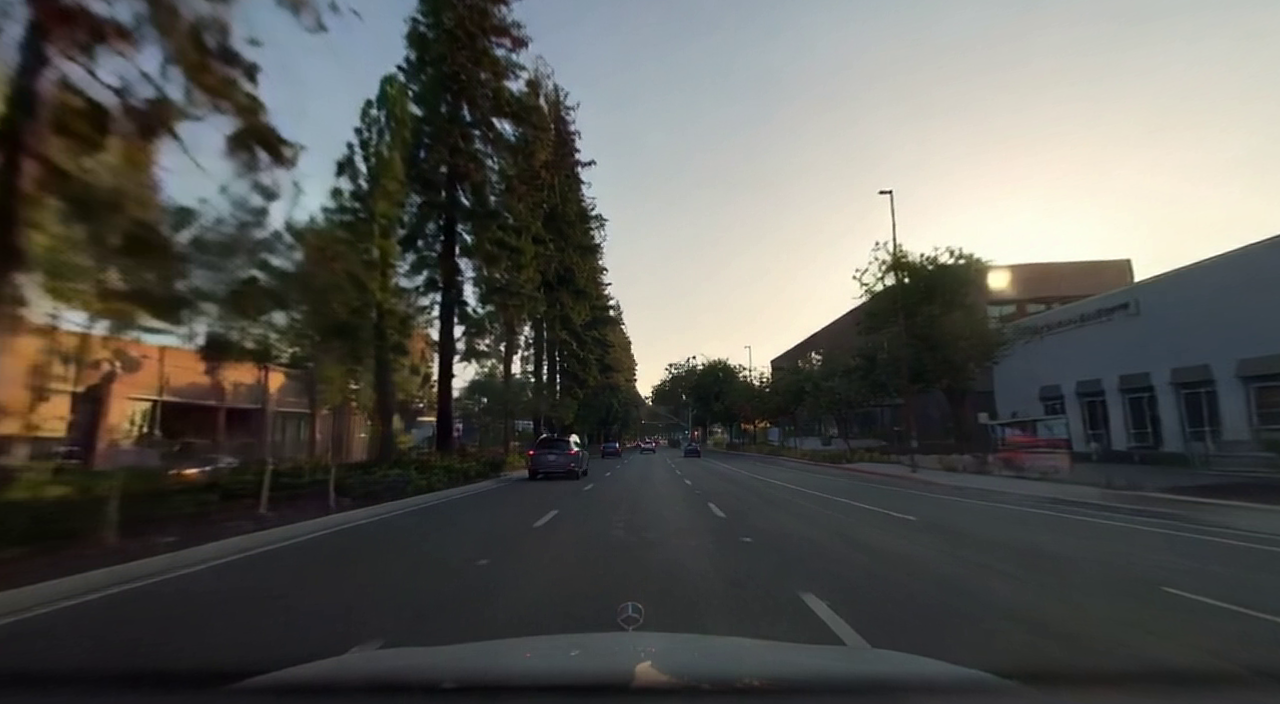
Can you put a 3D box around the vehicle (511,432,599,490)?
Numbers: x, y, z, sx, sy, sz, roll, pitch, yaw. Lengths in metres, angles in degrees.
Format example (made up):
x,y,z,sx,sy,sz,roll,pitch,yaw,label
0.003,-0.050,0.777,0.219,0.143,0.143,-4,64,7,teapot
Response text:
x,y,z,sx,sy,sz,roll,pitch,yaw,label
-2.612,3.490,20.597,2.121,1.656,4.559,0,-8,2,vehicle

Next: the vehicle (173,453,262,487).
x,y,z,sx,sy,sz,roll,pitch,yaw,label
-23.754,6.621,35.664,1.921,1.751,4.514,0,-8,-1,vehicle
